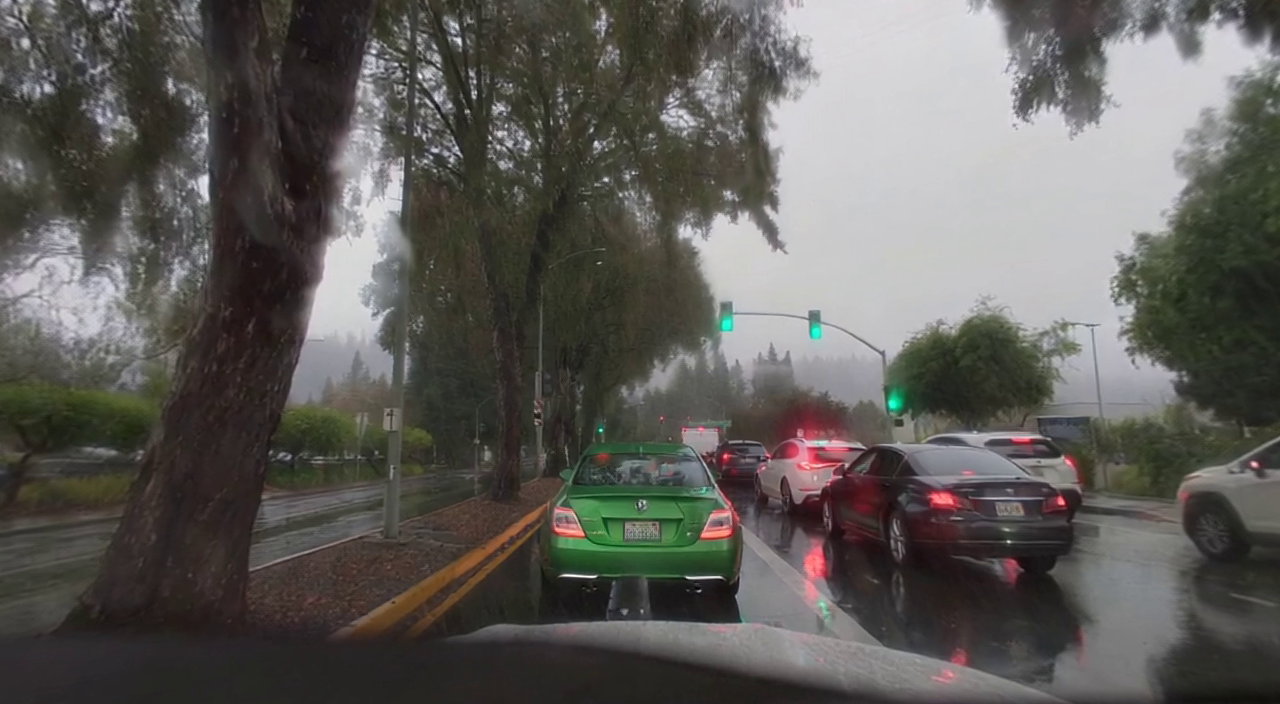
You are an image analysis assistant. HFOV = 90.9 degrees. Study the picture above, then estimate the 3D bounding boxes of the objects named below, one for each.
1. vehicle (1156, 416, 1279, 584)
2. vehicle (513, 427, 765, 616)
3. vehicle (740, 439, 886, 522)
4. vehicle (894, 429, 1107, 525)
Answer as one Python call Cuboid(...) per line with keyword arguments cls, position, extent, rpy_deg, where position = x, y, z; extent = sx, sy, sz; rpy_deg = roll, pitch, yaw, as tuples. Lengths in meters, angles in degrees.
Cuboid(cls="vehicle", position=(6.936, 1.337, 5.573), extent=(1.783, 1.572, 3.421), rpy_deg=(0, -9, 1))
Cuboid(cls="vehicle", position=(0.012, 1.679, 7.096), extent=(2.015, 1.502, 3.898), rpy_deg=(0, -9, 1))
Cuboid(cls="vehicle", position=(3.536, 2.718, 13.823), extent=(1.934, 1.494, 4.446), rpy_deg=(0, -9, 0))
Cuboid(cls="vehicle", position=(7.019, 2.467, 12.903), extent=(1.923, 1.611, 4.094), rpy_deg=(0, -9, 0))
